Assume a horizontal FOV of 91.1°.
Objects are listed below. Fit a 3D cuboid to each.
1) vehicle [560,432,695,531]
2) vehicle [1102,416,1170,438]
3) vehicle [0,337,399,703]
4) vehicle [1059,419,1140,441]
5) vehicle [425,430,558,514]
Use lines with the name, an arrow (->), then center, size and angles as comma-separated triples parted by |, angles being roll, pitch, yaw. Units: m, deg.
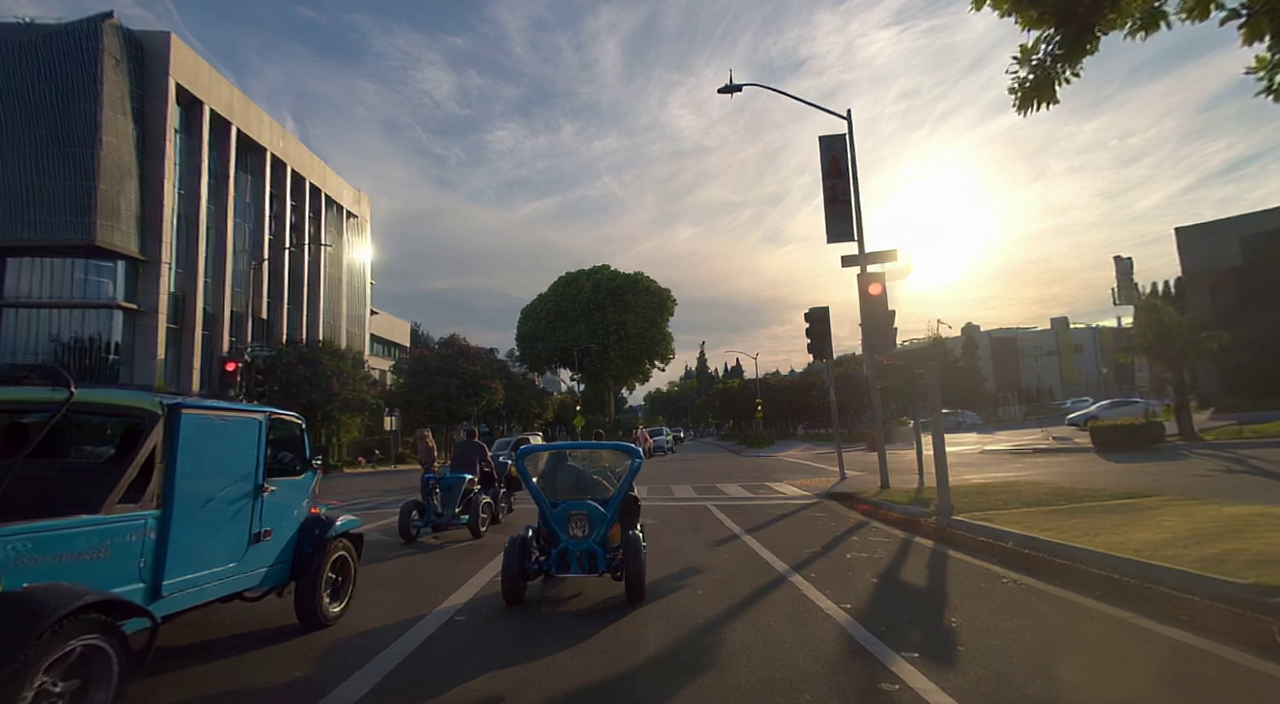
vehicle -> -0.164, 2.252, 11.532 | 2.025, 1.458, 4.085 | 0, -8, 1
vehicle -> 36.771, 5.595, 46.559 | 1.625, 1.449, 3.557 | 6, -11, -38
vehicle -> -3.611, 1.131, 4.443 | 2.000, 1.809, 4.405 | 0, -8, 1
vehicle -> 30.758, 5.265, 42.067 | 1.751, 1.420, 4.027 | 8, -12, -43
vehicle -> -3.172, 2.650, 14.354 | 1.935, 1.615, 4.073 | -1, -8, 2
